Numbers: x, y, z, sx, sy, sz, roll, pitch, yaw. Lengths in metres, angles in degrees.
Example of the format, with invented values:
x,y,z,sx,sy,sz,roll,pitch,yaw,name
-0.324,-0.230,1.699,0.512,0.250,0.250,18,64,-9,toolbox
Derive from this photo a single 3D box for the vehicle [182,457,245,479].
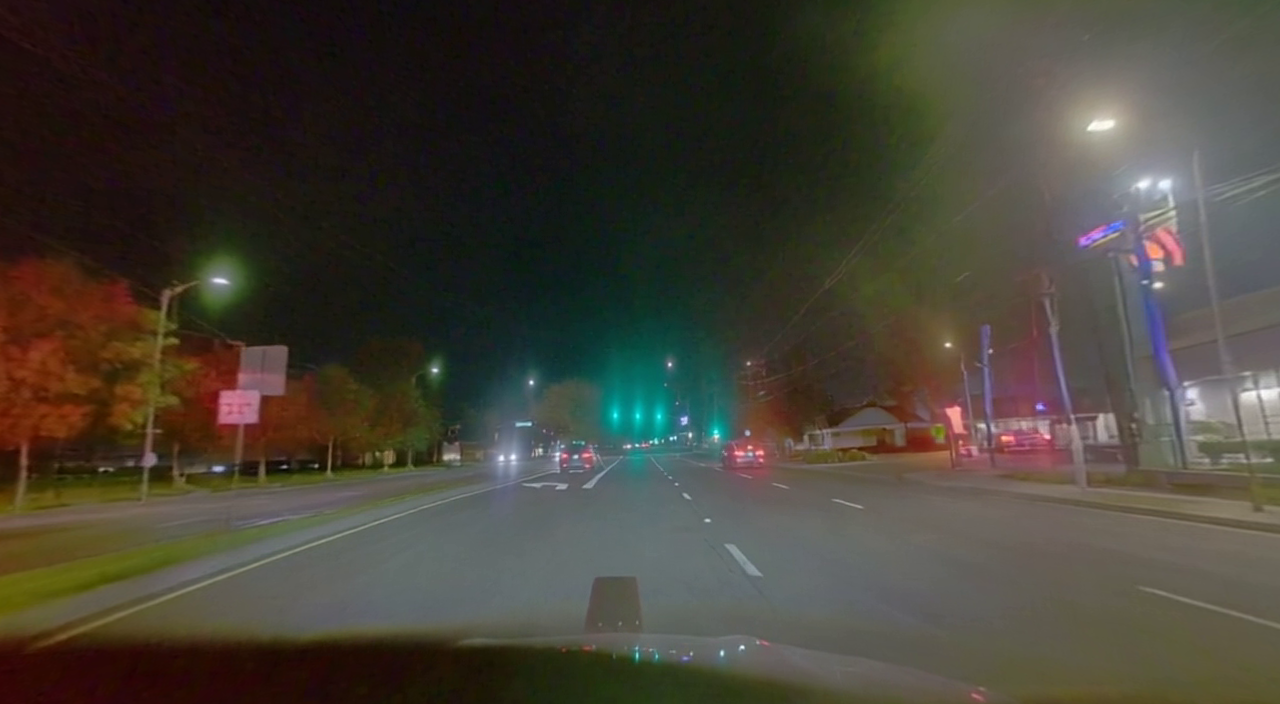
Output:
x,y,z,sx,sy,sz,roll,pitch,yaw,name
-32.821,8.899,48.769,1.847,1.512,4.347,0,-9,-1,vehicle

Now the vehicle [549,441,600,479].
x,y,z,sx,sy,sz,roll,pitch,yaw,name
-2.883,4.857,28.791,2.072,1.545,4.578,0,-8,-3,vehicle

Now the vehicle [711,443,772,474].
x,y,z,sx,sy,sz,roll,pitch,yaw,name
5.221,5.540,33.187,2.075,1.475,4.571,0,-8,-5,vehicle
